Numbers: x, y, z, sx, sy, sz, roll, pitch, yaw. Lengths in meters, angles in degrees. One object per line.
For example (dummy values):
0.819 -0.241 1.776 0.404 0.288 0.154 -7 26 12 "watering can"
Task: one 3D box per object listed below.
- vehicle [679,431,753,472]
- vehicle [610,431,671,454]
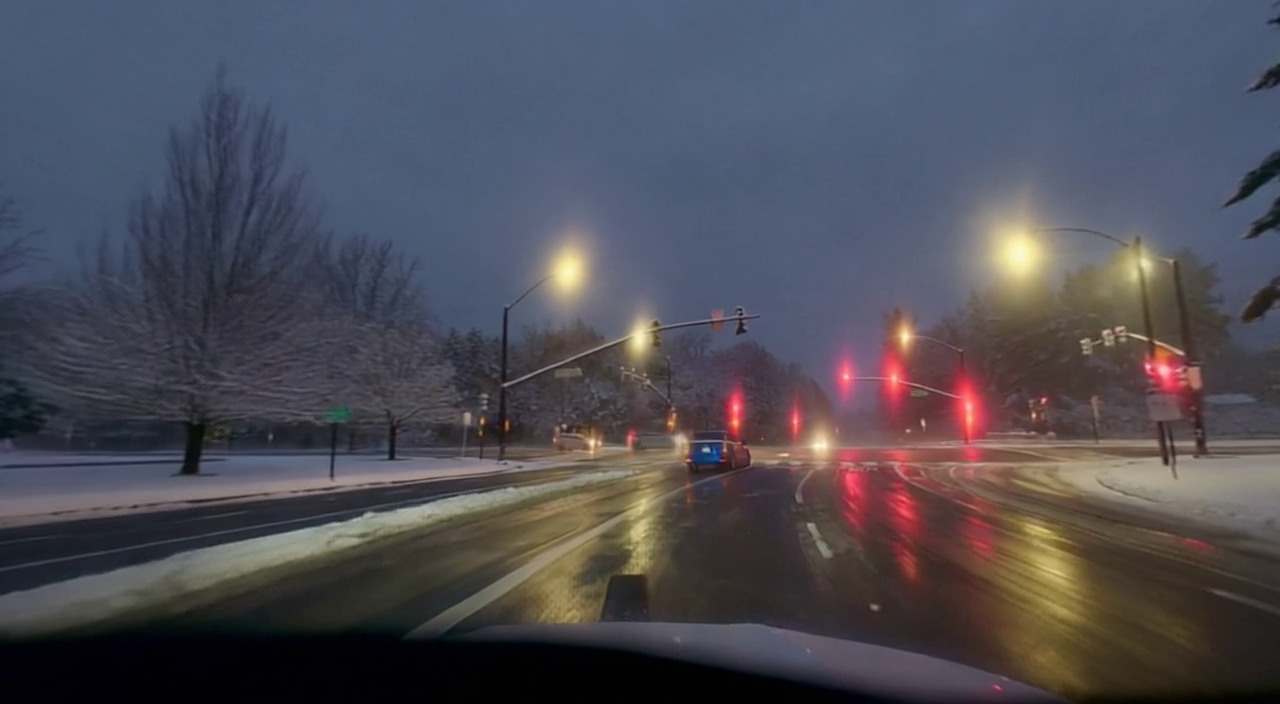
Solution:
3.300 4.222 26.818 2.055 1.573 4.065 -4 -9 23 "vehicle"
0.041 7.132 49.582 4.406 1.661 1.857 -4 -9 23 "vehicle"
